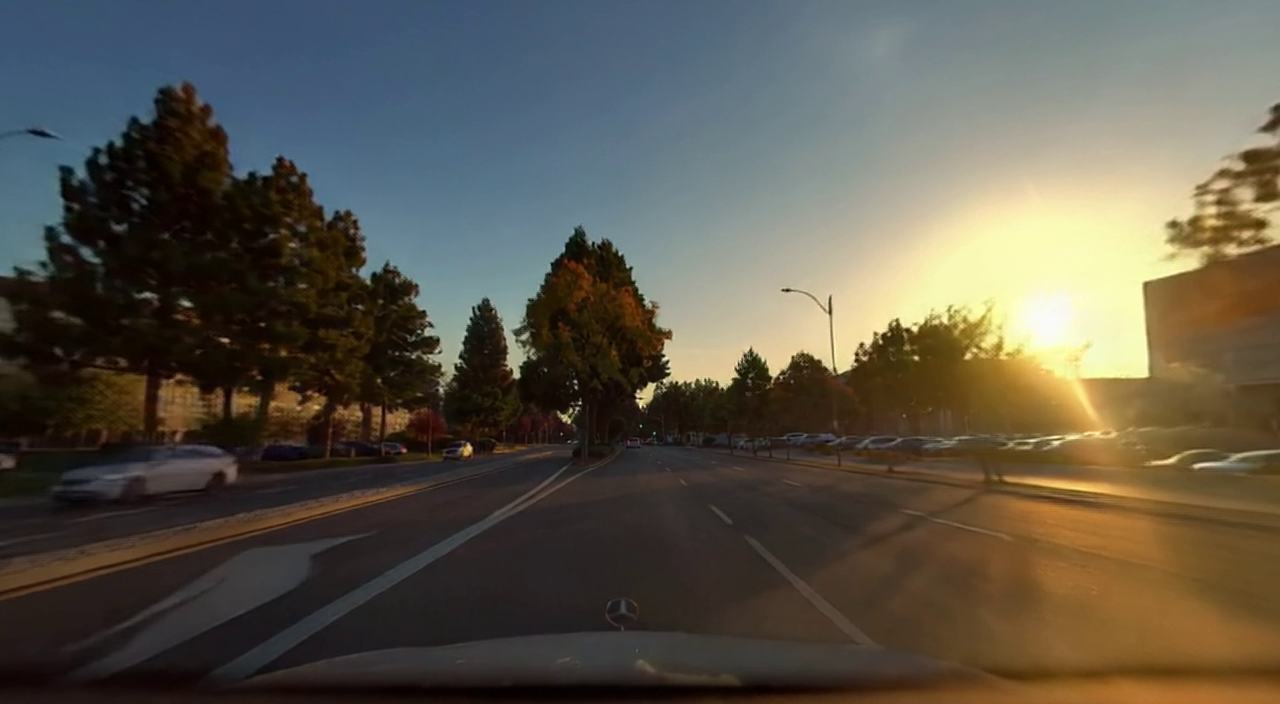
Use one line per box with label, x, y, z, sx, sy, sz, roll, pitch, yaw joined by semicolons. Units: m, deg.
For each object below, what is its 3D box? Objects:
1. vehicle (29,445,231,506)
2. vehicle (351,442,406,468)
vehicle;-14.263;3.429;18.160;1.950;1.505;4.733;0;-8;-2
vehicle;-17.850;7.045;43.370;1.977;1.664;4.562;0;-8;-2
